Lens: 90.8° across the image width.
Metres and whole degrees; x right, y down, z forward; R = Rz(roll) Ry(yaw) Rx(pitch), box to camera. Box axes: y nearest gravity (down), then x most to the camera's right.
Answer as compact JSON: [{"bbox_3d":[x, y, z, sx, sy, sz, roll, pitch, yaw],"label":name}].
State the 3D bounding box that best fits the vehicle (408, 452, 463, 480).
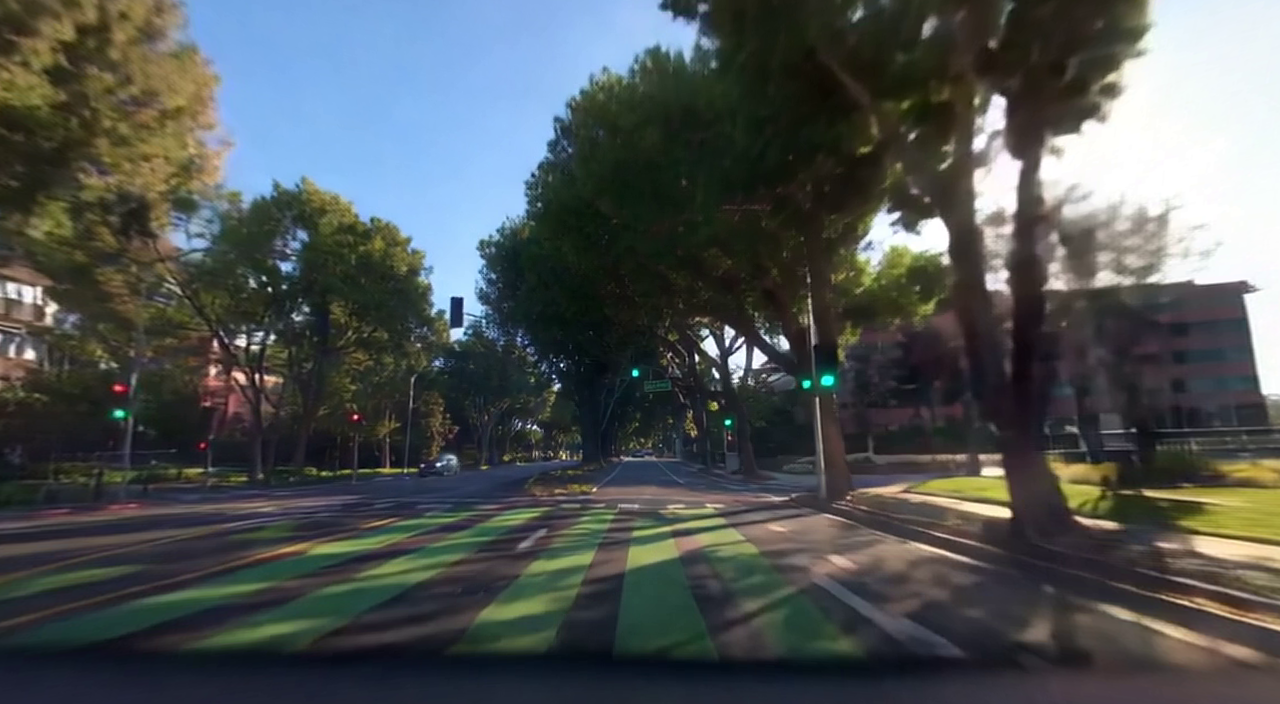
[{"bbox_3d":[-14.300,7.975,44.391,2.113,1.804,4.732,0,-9,2],"label":"vehicle"}]
